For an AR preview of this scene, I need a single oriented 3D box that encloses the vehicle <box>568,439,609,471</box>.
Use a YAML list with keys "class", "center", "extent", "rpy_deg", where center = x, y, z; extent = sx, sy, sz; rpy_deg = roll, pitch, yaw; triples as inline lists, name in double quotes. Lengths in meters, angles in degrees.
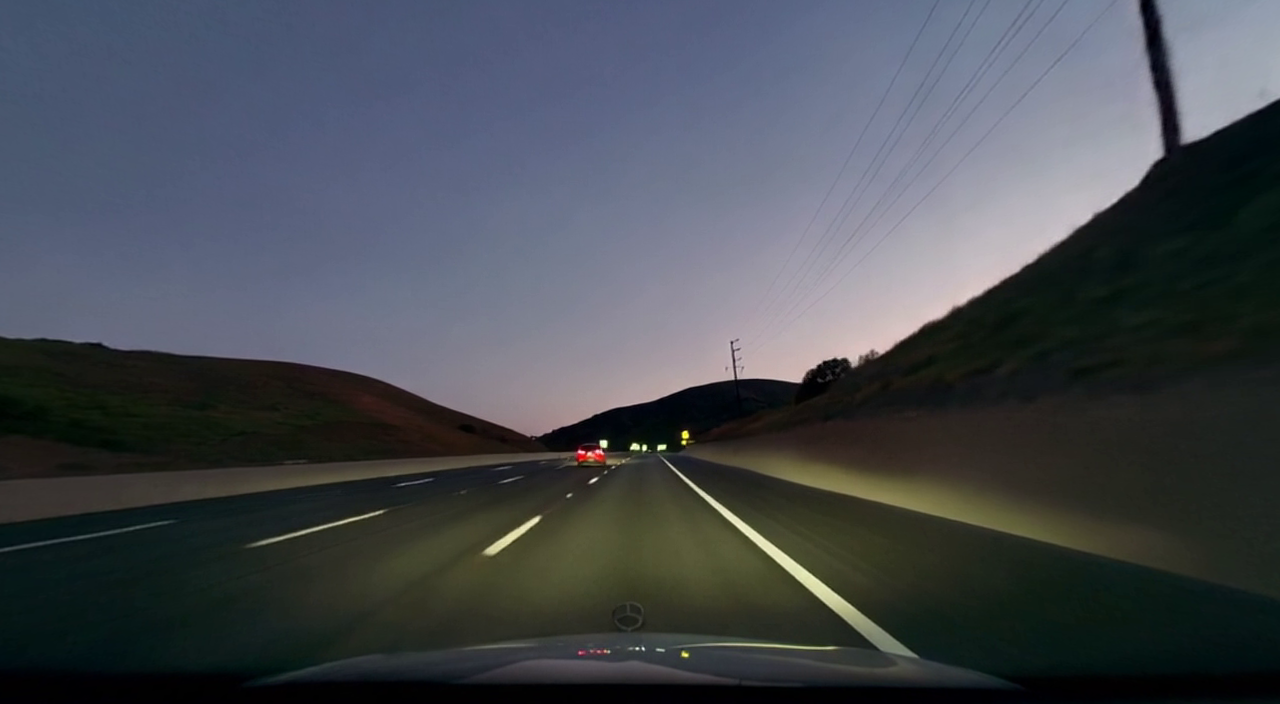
- class: "vehicle"
  center: [-3.179, 6.477, 39.907]
  extent: [2.136, 1.845, 4.515]
  rpy_deg: [0, -8, 1]
